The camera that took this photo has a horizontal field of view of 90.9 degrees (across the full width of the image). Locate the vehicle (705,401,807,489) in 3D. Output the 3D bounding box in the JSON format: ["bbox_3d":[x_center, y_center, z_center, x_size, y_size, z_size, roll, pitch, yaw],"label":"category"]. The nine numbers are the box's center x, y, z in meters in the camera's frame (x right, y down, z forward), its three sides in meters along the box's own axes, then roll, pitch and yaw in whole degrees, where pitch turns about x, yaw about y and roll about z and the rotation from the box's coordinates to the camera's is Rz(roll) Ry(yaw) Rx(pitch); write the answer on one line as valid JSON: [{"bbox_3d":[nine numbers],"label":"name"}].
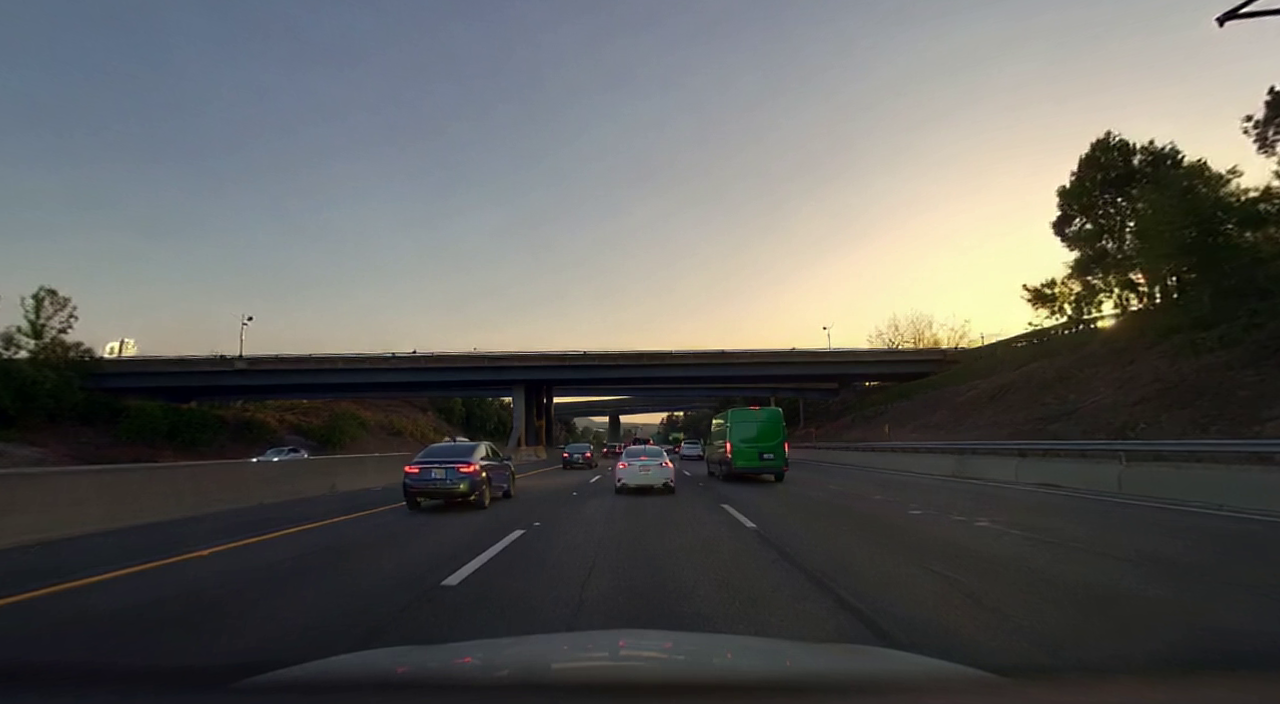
[{"bbox_3d":[3.991,3.410,23.245,2.436,2.745,6.607,0,-8,-1],"label":"vehicle"}]

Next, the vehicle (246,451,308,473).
[{"bbox_3d":[-26.470,8.025,46.154,1.874,1.448,4.436,0,-9,1],"label":"vehicle"}]

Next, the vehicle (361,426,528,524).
[{"bbox_3d":[-3.858,2.507,13.397,2.078,1.706,4.298,0,-8,1],"label":"vehicle"}]

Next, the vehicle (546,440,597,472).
[{"bbox_3d":[-3.781,5.865,35.671,2.258,1.655,4.397,0,-8,1],"label":"vehicle"}]

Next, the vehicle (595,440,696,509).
[{"bbox_3d":[0.092,2.961,15.702,2.174,1.467,4.005,0,-8,-1],"label":"vehicle"}]
